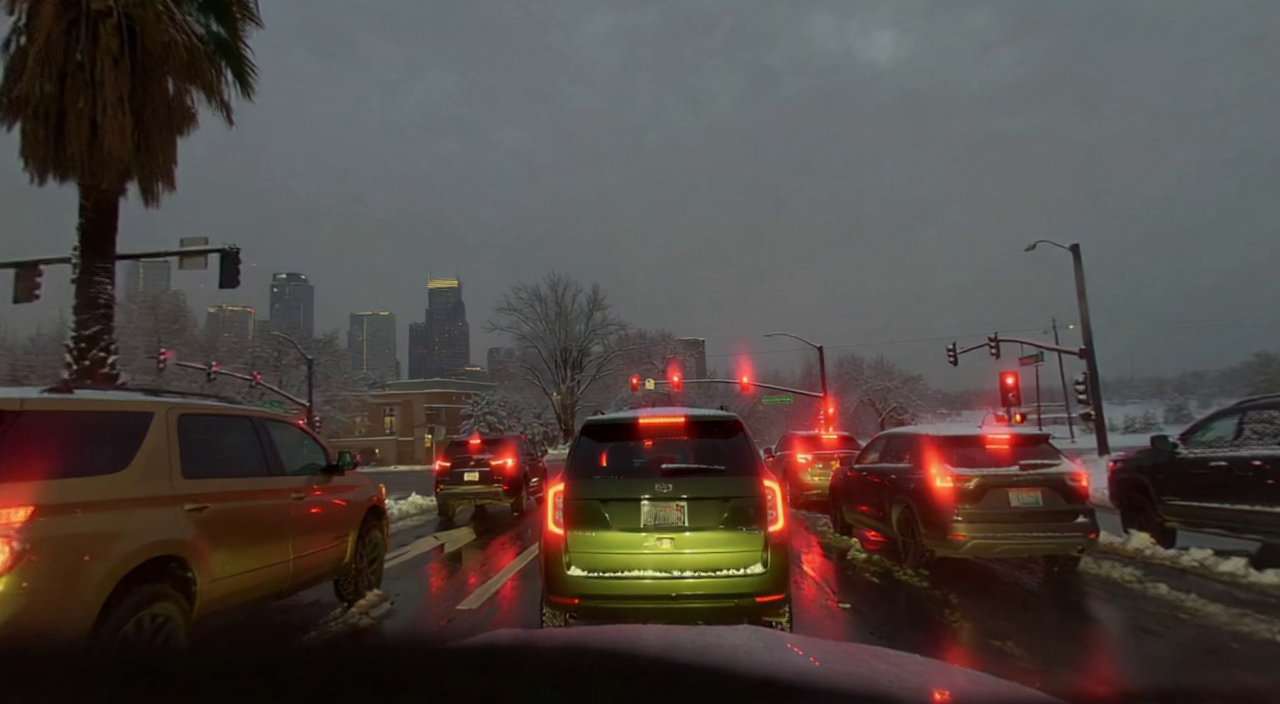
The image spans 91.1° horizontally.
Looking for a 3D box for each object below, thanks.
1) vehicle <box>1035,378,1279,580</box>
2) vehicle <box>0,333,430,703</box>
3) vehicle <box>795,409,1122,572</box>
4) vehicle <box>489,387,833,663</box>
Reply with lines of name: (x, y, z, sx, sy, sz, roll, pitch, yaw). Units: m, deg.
vehicle: (7.325, 1.343, 6.842, 2.337, 1.925, 5.728, 0, -8, 1)
vehicle: (-3.163, 1.080, 3.915, 2.171, 1.702, 4.416, 0, -9, 0)
vehicle: (4.010, 1.850, 9.273, 2.072, 1.704, 5.170, 0, -9, -1)
vehicle: (0.164, 1.376, 6.036, 2.123, 1.704, 4.128, 0, -9, 1)
